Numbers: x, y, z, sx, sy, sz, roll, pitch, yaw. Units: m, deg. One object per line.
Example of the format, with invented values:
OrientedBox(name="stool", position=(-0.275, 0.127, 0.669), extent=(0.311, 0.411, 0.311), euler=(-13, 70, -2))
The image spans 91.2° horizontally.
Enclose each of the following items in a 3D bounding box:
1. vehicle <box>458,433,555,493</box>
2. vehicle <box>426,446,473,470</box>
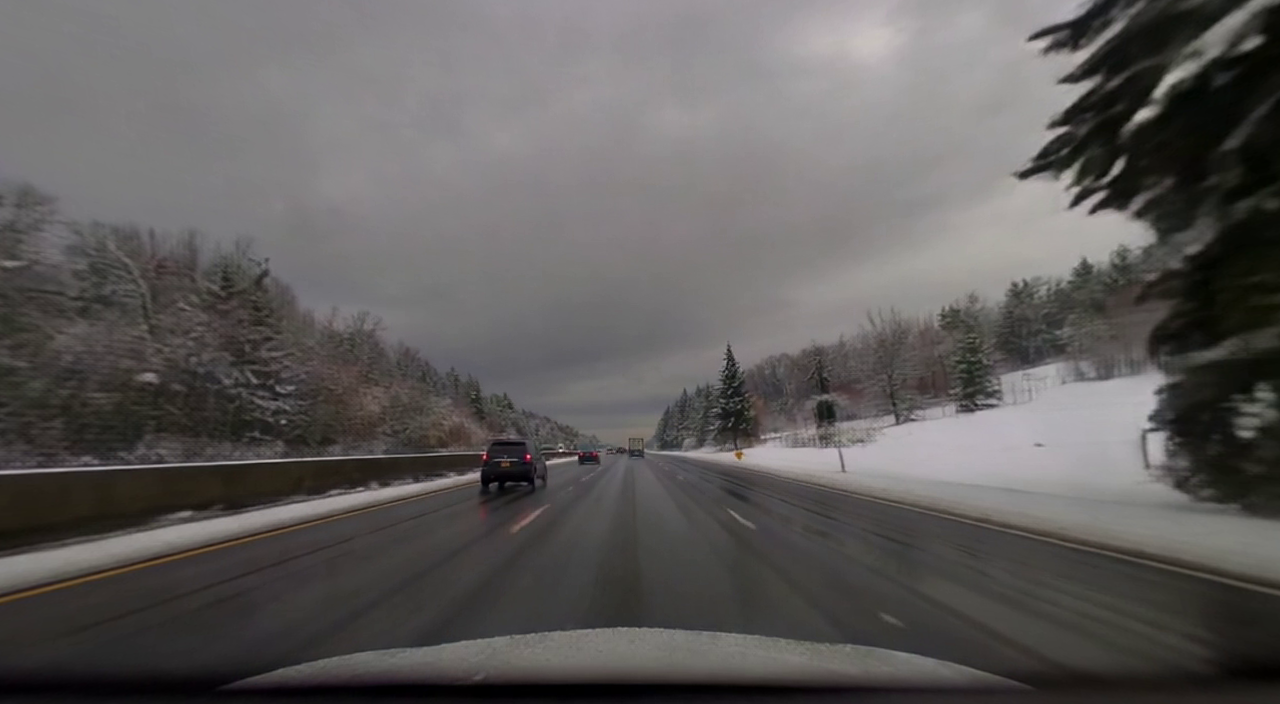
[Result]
OrientedBox(name="vehicle", position=(-4.108, 3.484, 20.021), extent=(2.151, 1.693, 4.201), euler=(0, -9, 0))
OrientedBox(name="vehicle", position=(-13.310, 7.426, 44.078), extent=(1.955, 1.557, 4.567), euler=(-1, -9, -1))
